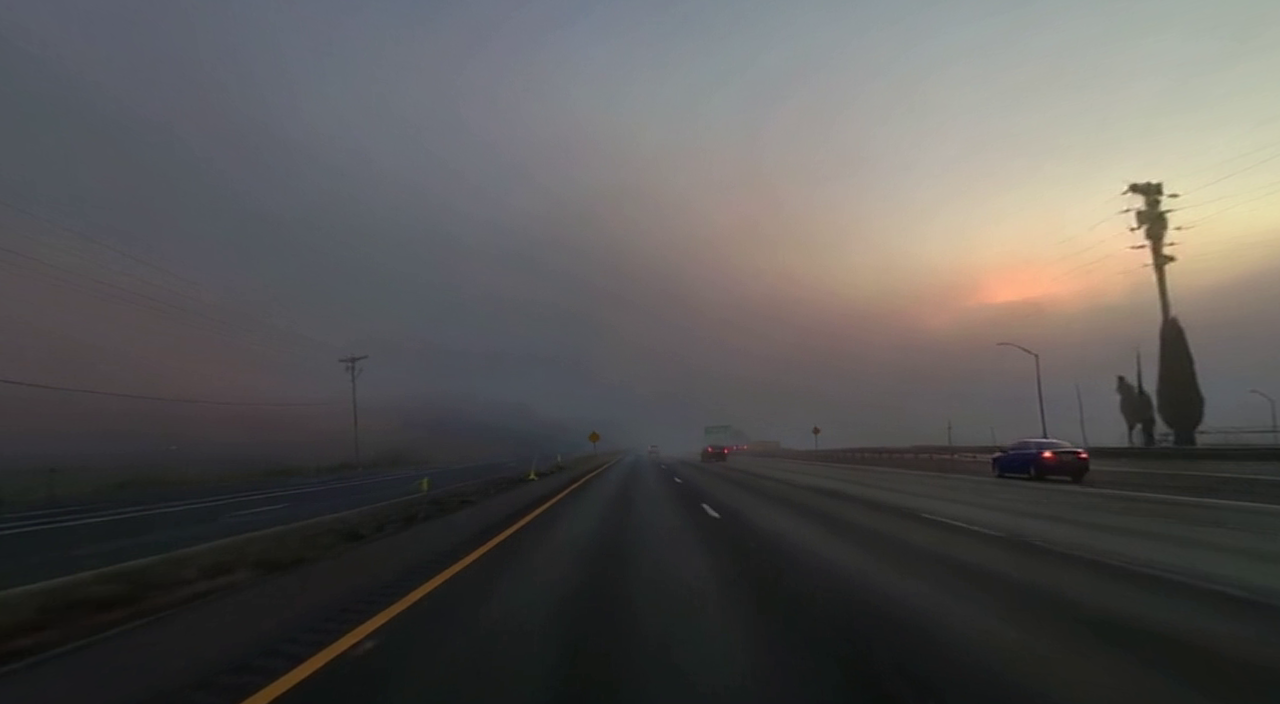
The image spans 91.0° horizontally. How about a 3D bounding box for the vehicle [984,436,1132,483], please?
[{"bbox_3d":[14.643,3.787,22.441,2.089,1.484,4.573,0,-9,-1],"label":"vehicle"}]
